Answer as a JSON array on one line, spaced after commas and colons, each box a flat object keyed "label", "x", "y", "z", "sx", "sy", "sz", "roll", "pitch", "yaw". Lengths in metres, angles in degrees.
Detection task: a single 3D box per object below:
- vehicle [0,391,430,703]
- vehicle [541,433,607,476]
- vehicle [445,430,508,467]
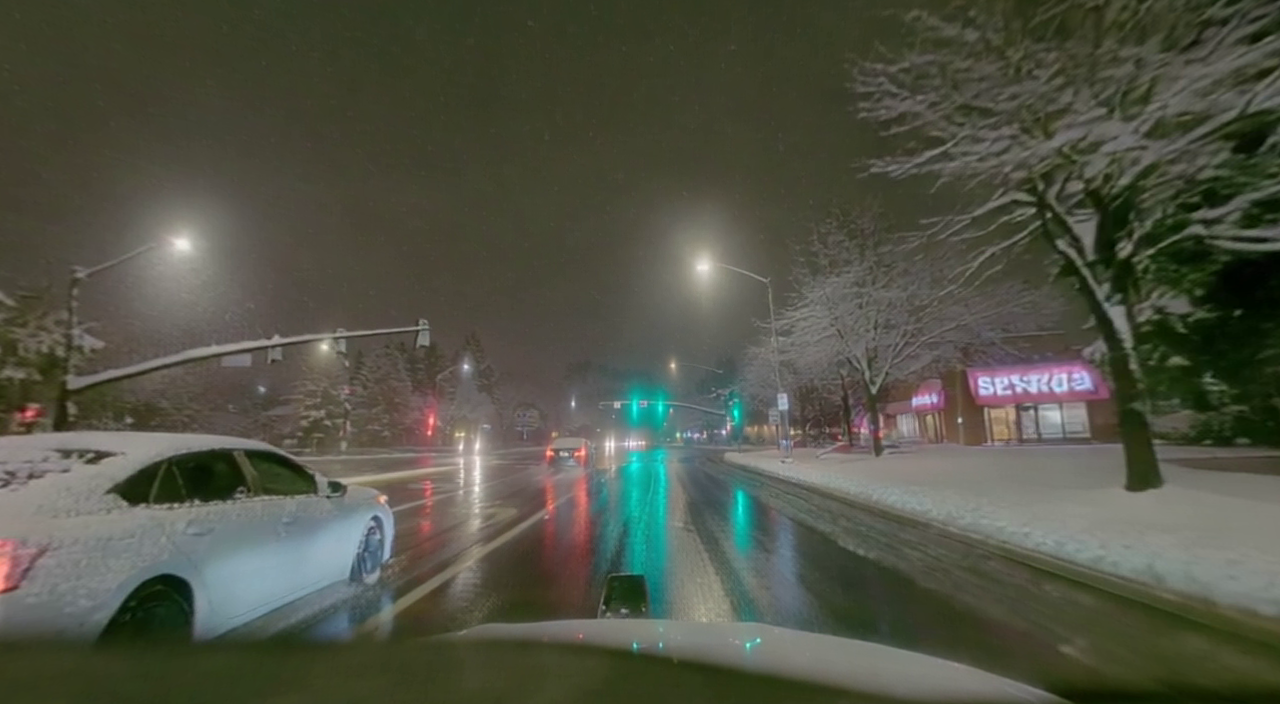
[{"label": "vehicle", "x": -3.232, "y": 1.193, "z": 4.305, "sx": 2.018, "sy": 1.477, "sz": 4.401, "roll": 0, "pitch": -8, "yaw": 1}, {"label": "vehicle", "x": -2.728, "y": 4.370, "z": 27.125, "sx": 2.109, "sy": 1.692, "sz": 4.220, "roll": -1, "pitch": -8, "yaw": 4}, {"label": "vehicle", "x": -8.921, "y": 5.327, "z": 34.826, "sx": 2.030, "sy": 1.906, "sz": 4.661, "roll": -1, "pitch": -8, "yaw": 3}]
